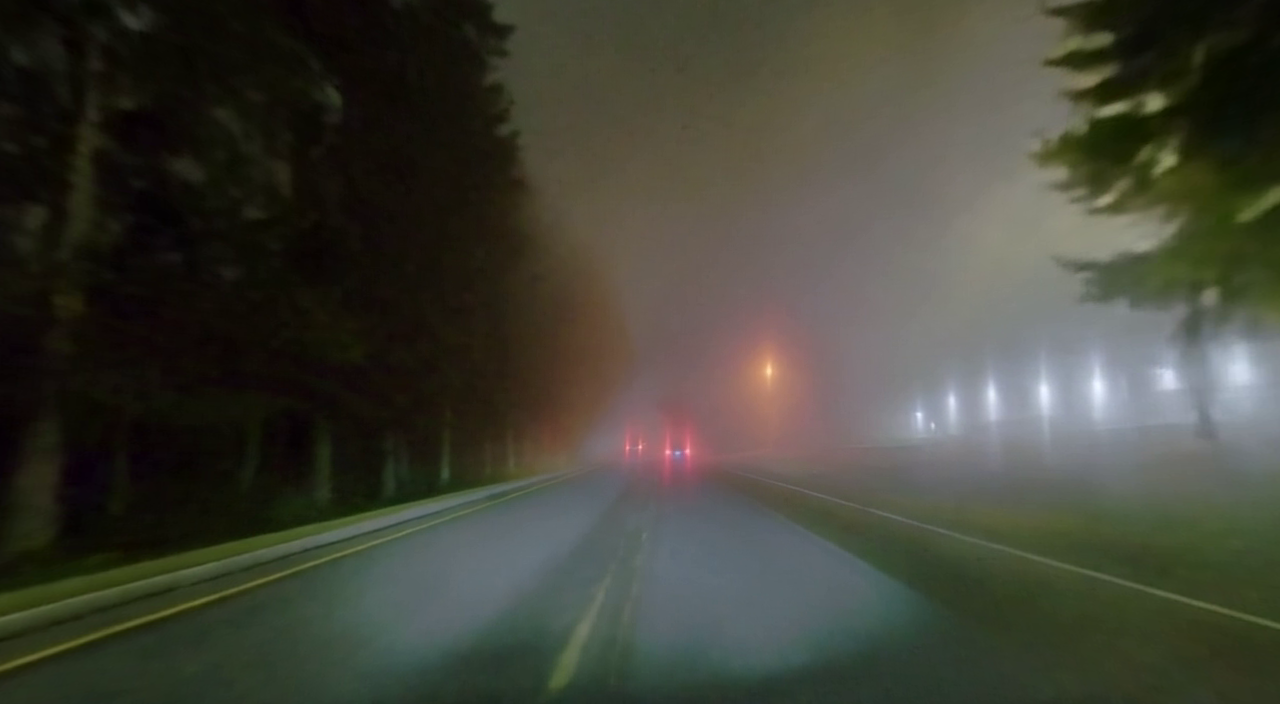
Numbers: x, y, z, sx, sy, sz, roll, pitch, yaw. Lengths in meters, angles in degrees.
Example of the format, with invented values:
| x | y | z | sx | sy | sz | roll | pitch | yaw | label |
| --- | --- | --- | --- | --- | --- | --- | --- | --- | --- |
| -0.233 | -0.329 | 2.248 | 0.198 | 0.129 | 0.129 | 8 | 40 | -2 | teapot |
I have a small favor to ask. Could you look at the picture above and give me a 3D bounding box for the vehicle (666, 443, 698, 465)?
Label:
| x | y | z | sx | sy | sz | roll | pitch | yaw | label |
| --- | --- | --- | --- | --- | --- | --- | --- | --- | --- |
| 2.917 | 7.161 | 44.610 | 1.925 | 1.488 | 4.271 | 0 | -8 | 0 | vehicle |
